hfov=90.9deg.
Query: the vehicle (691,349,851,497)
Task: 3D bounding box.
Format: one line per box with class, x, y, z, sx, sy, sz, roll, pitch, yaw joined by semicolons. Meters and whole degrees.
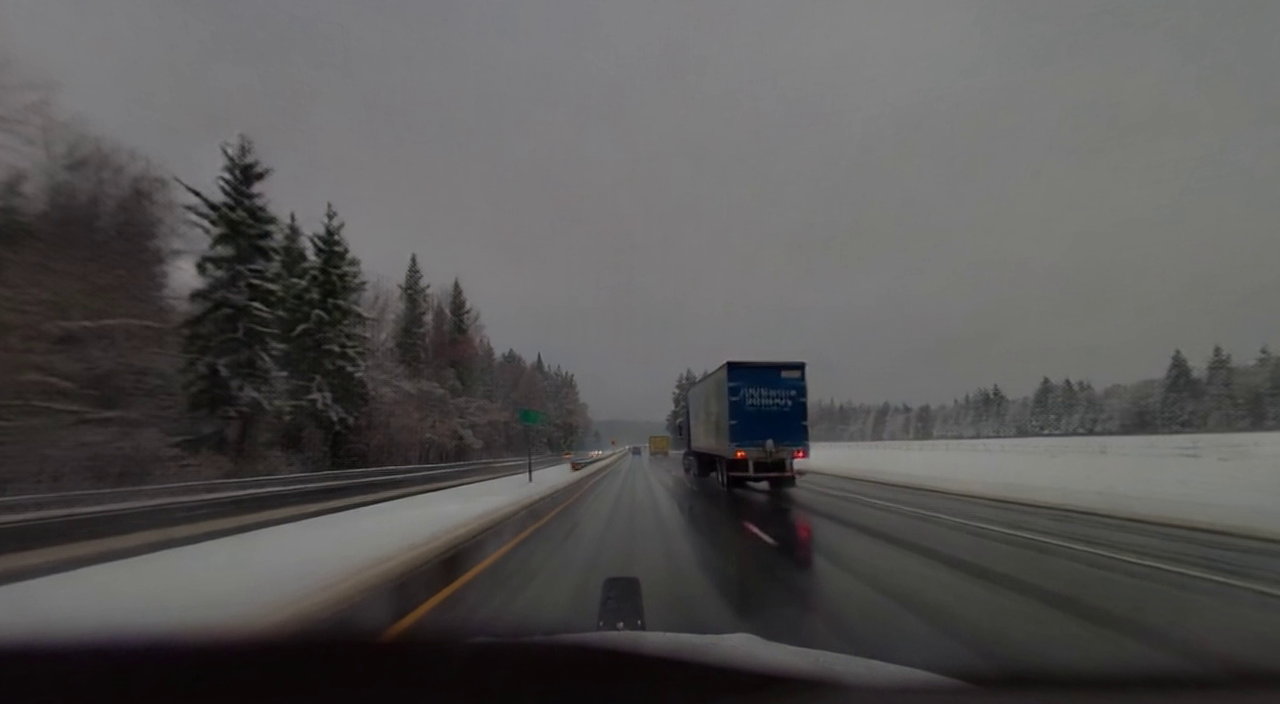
vehicle;4.227;3.053;24.834;3.231;4.102;14.393;0;-9;0
